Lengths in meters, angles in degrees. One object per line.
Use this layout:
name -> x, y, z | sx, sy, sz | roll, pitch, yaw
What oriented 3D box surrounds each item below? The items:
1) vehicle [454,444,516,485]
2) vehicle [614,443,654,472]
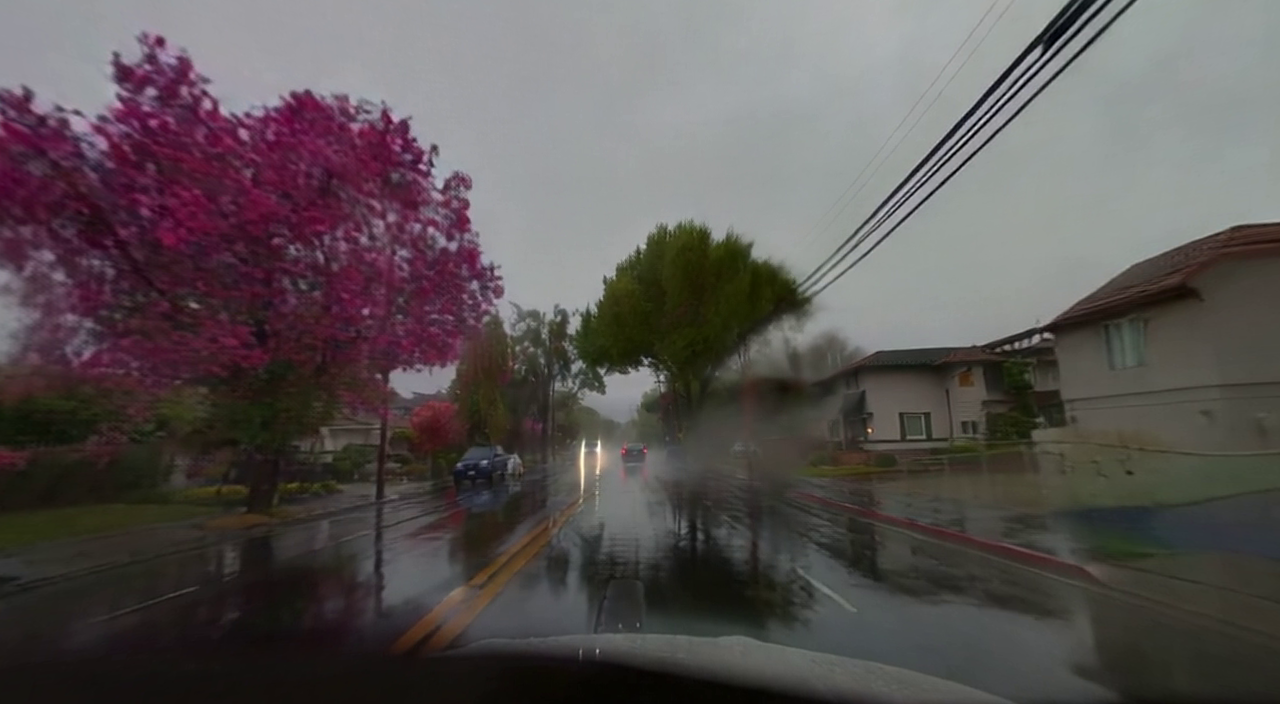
vehicle -> -7.718, 5.671, 31.764 | 2.022, 1.795, 4.337 | -3, -10, 0
vehicle -> -0.354, 5.784, 34.764 | 2.104, 1.500, 3.815 | 0, -8, -1
